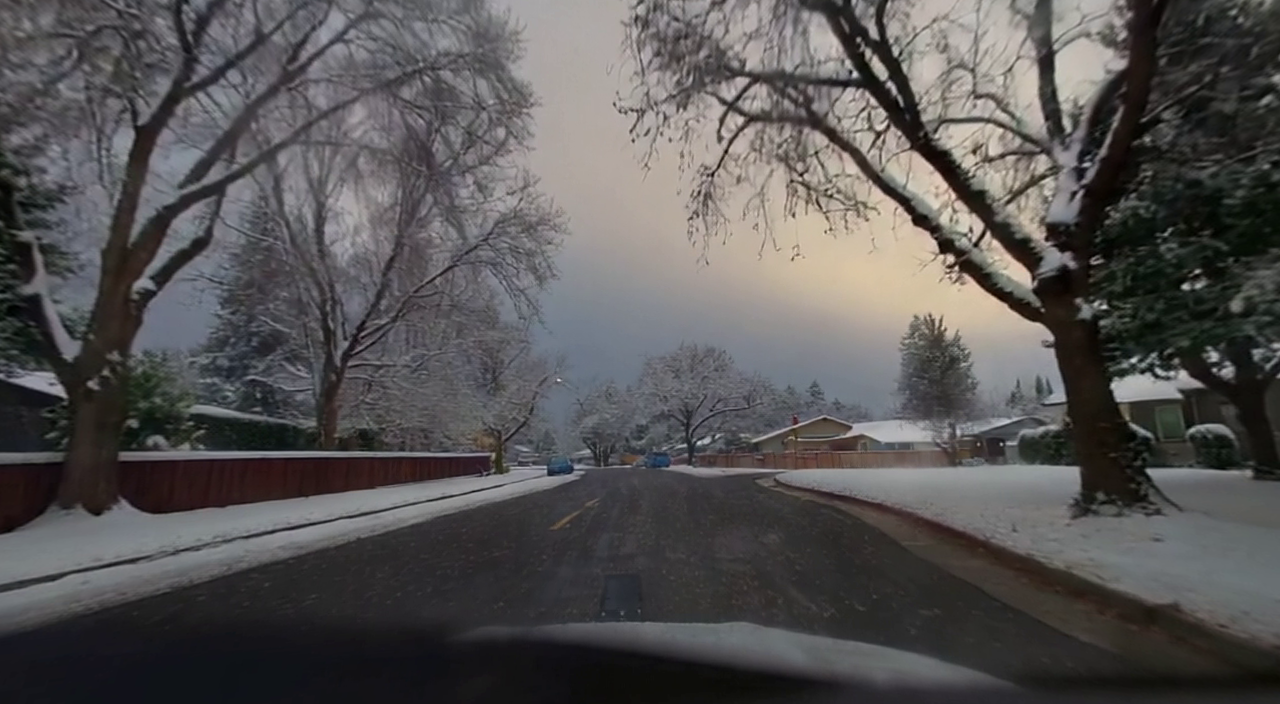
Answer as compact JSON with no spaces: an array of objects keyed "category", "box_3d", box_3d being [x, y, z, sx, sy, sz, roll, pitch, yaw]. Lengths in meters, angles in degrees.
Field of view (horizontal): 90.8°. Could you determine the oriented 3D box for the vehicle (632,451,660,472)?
[{"category":"vehicle","box_3d":[0.421,8.431,48.825,2.064,1.477,3.968,0,-9,0]}]
